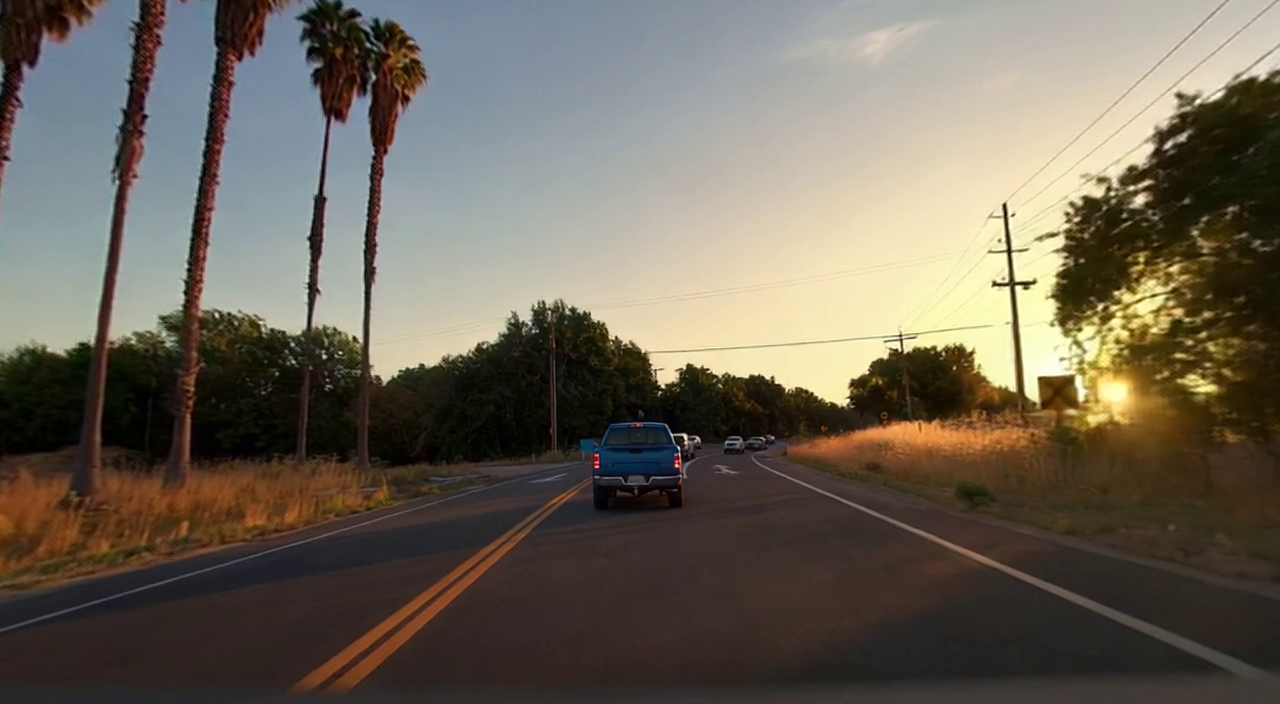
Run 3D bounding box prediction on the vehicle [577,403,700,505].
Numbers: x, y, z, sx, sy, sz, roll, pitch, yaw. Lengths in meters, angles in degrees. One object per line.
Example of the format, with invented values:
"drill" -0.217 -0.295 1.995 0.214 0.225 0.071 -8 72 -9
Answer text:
"vehicle" -0.046 2.675 16.888 2.693 2.223 5.885 0 -8 0
